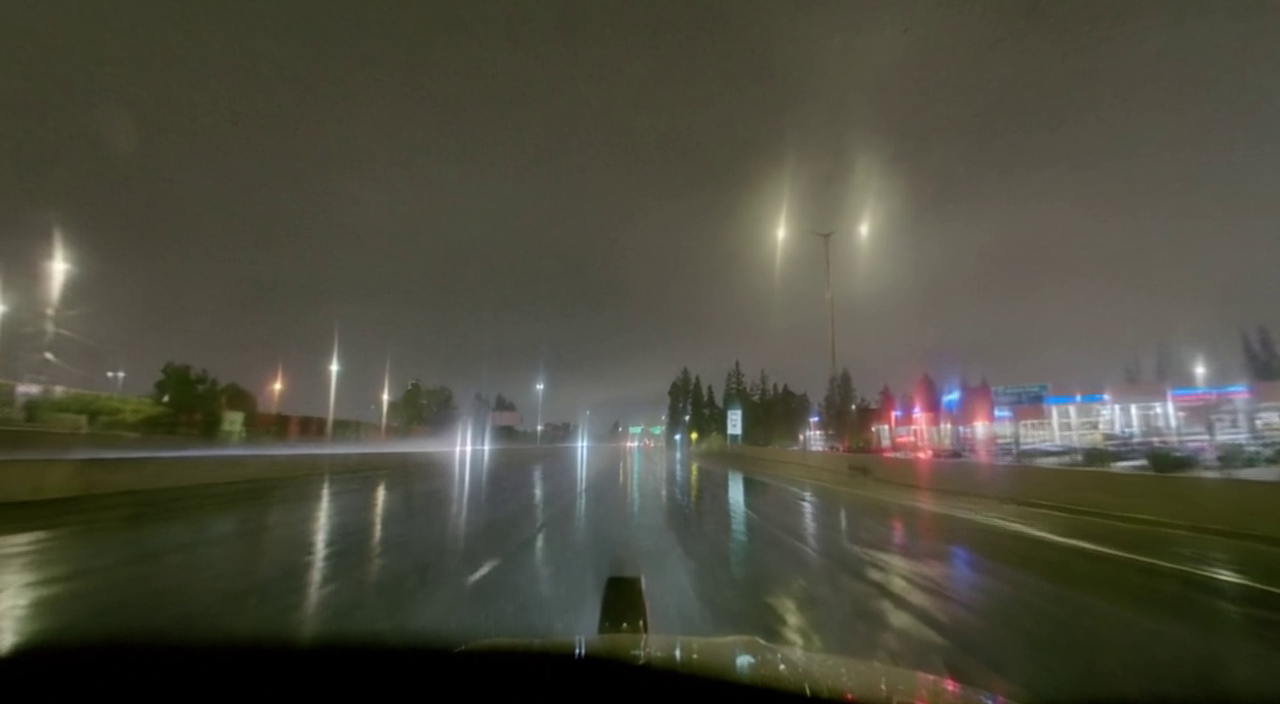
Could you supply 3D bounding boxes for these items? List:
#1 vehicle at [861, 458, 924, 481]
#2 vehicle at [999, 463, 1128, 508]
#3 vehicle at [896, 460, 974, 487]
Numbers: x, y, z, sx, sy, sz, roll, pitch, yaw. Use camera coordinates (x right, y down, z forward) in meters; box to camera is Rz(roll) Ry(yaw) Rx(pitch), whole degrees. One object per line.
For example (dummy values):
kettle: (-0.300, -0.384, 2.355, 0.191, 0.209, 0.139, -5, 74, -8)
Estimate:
vehicle: (16.082, 7.488, 40.264, 3.323, 1.358, 1.599, 0, -8, -3)
vehicle: (16.136, 5.078, 24.168, 3.645, 1.402, 1.625, -3, -7, 3)
vehicle: (16.233, 6.690, 34.820, 3.458, 1.378, 1.600, -1, -9, 3)
